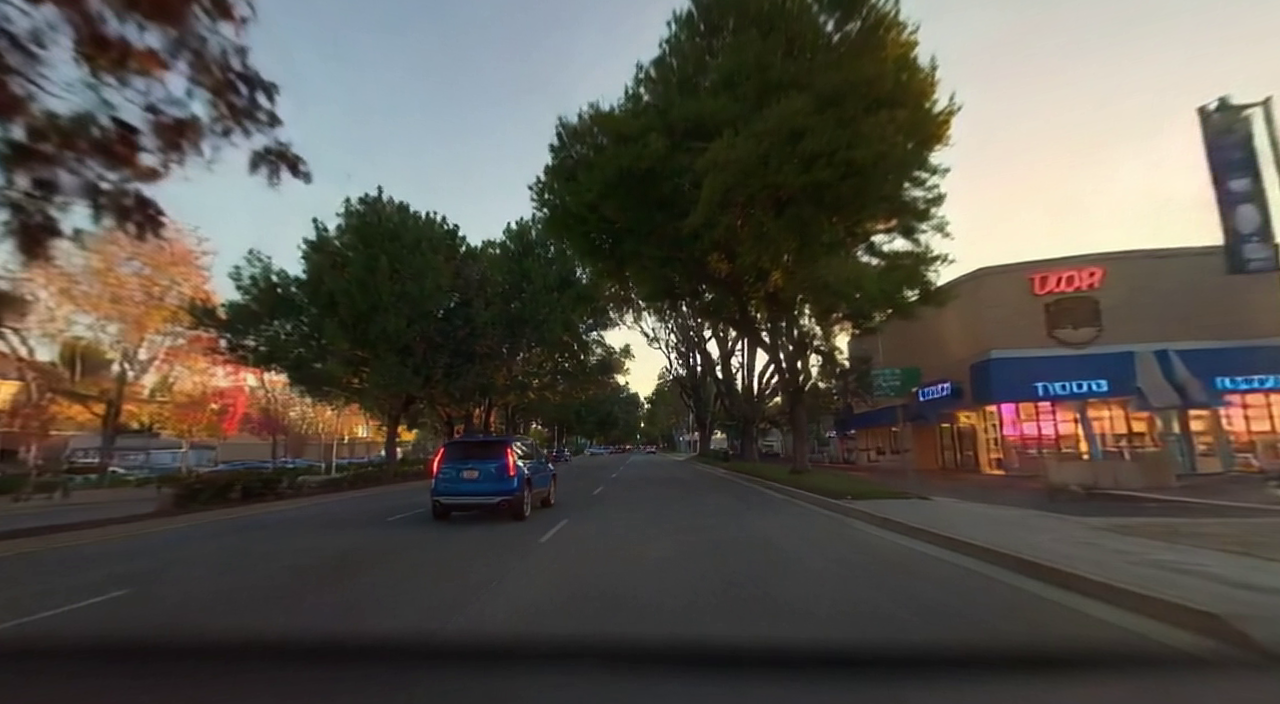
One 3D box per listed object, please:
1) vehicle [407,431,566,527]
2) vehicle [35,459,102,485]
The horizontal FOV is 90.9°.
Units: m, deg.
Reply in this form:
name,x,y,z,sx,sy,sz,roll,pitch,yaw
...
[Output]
name,x,y,z,sx,sy,sz,roll,pitch,yaw
vehicle,-2.929,2.530,13.121,2.127,1.654,4.121,0,-8,2
vehicle,-43.144,9.046,47.687,1.953,1.686,4.480,2,-9,-17
